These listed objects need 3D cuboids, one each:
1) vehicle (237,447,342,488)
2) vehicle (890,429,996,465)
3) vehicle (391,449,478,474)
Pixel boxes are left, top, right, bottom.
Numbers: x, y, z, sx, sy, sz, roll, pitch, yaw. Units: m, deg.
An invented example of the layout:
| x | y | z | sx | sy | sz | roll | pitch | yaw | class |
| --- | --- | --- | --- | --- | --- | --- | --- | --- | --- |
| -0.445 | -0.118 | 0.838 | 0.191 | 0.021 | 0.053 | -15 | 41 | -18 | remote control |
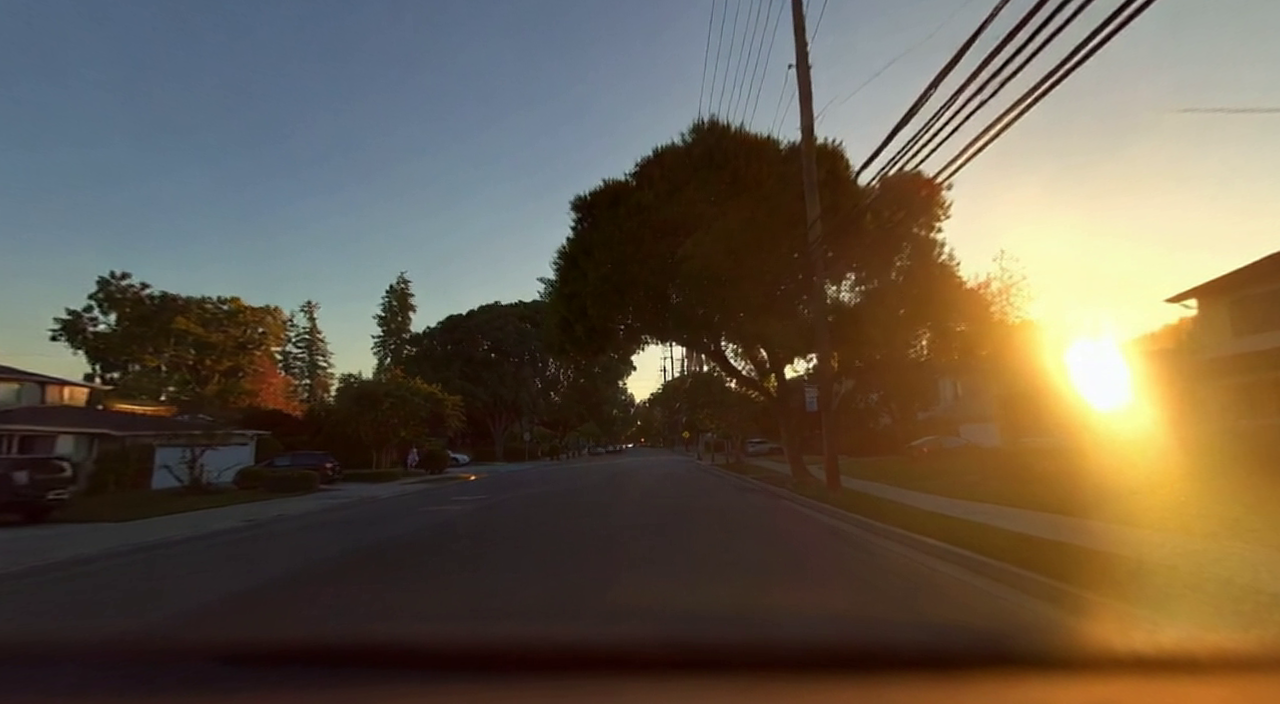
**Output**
| x | y | z | sx | sy | sz | roll | pitch | yaw | class |
| --- | --- | --- | --- | --- | --- | --- | --- | --- | --- |
| -15.307 | 5.043 | 27.990 | 1.816 | 1.614 | 4.866 | 0 | -8 | 1 | vehicle |
| 14.506 | 4.570 | 30.431 | 4.078 | 1.516 | 1.798 | -3 | -9 | 2 | vehicle |
| -12.753 | 6.812 | 39.334 | 4.718 | 1.454 | 1.843 | -1 | -8 | 6 | vehicle |
